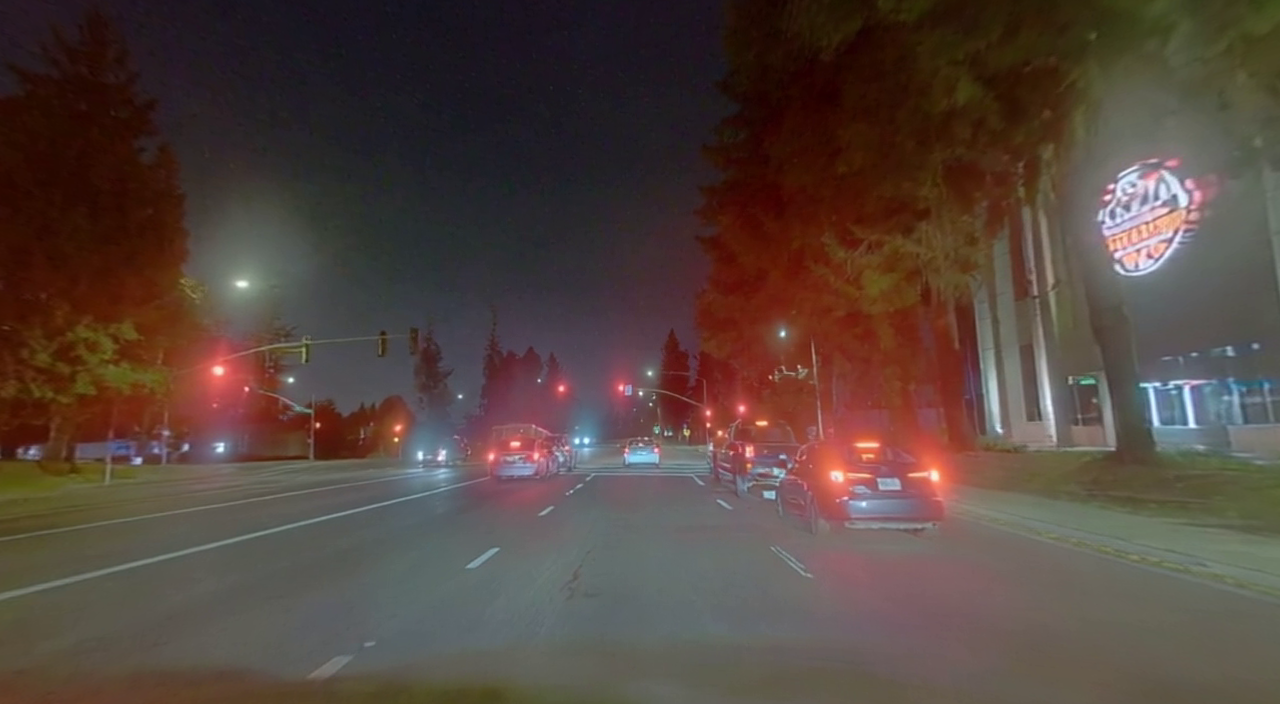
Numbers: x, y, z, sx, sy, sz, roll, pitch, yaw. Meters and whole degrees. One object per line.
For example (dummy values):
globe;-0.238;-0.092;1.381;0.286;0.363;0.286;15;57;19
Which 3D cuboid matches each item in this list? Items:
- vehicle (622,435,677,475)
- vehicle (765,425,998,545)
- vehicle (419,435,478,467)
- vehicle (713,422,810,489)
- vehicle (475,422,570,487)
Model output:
vehicle;0.296;3.999;24.688;1.971;1.433;3.923;0;-8;-1
vehicle;3.419;1.958;9.944;1.913;1.463;4.198;0;-8;-1
vehicle;-10.439;5.403;34.597;1.989;1.598;4.054;-1;-8;0
vehicle;3.465;3.047;18.821;1.992;1.744;4.183;0;-8;-1
vehicle;-3.438;3.112;19.362;2.023;1.720;4.452;0;-8;1
